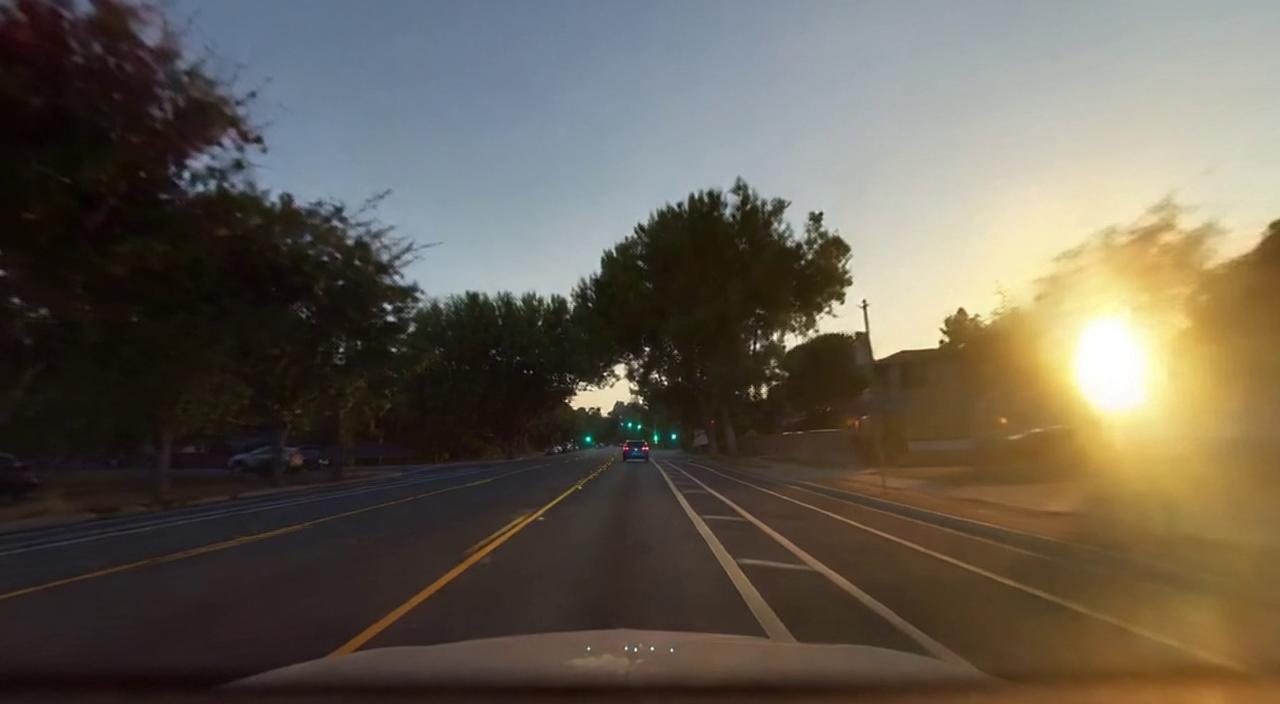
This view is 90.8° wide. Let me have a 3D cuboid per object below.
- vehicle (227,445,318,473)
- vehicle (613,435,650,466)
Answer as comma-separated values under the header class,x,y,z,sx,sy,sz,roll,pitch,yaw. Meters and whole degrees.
class,x,y,z,sx,sy,sz,roll,pitch,yaw
vehicle,-22.121,6.420,38.103,4.241,1.601,1.970,0,-8,1
vehicle,-0.529,6.308,40.583,2.230,1.827,4.298,0,-8,-1
